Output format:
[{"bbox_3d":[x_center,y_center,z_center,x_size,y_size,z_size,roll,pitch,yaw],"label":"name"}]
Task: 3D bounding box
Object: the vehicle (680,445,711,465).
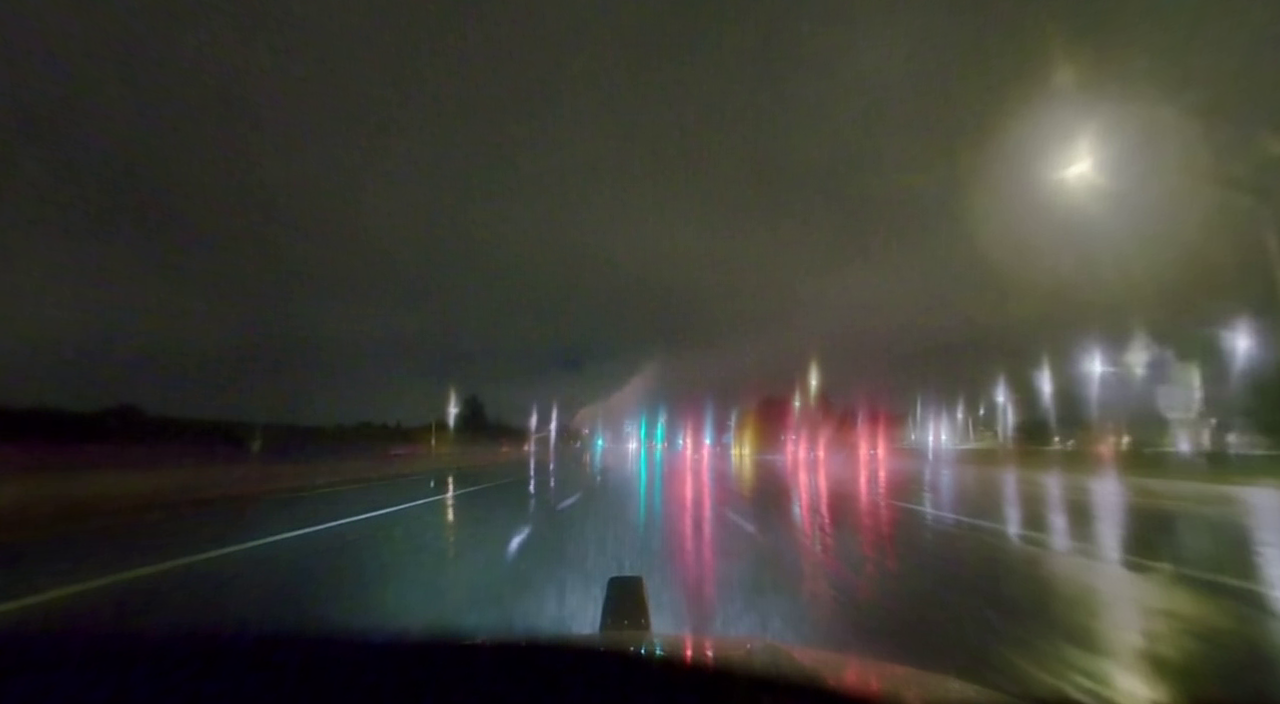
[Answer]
[{"bbox_3d":[4.166,7.790,47.888,1.912,1.478,4.125,0,-8,0],"label":"vehicle"}]
